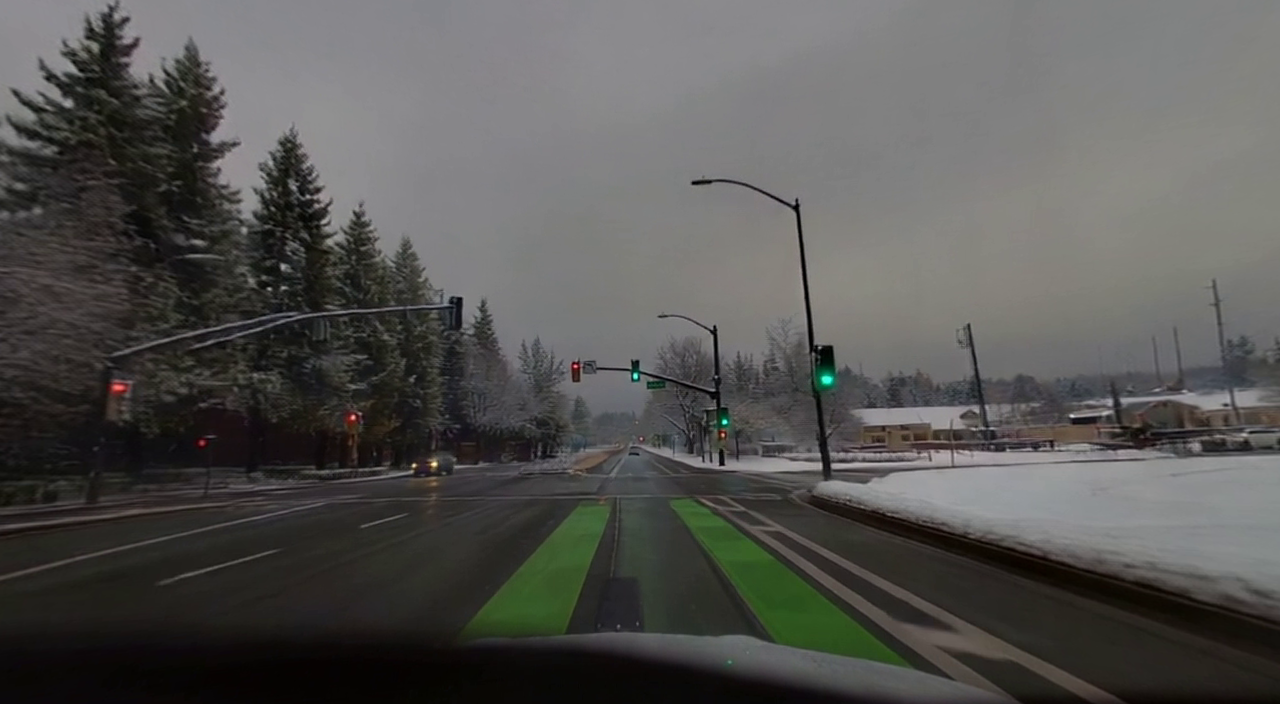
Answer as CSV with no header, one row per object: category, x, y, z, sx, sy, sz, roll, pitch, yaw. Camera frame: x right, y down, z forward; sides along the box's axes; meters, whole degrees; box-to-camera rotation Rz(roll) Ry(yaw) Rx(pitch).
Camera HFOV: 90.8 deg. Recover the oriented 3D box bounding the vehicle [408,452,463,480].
vehicle,-14.300,7.975,44.391,2.113,1.804,4.732,0,-9,2
